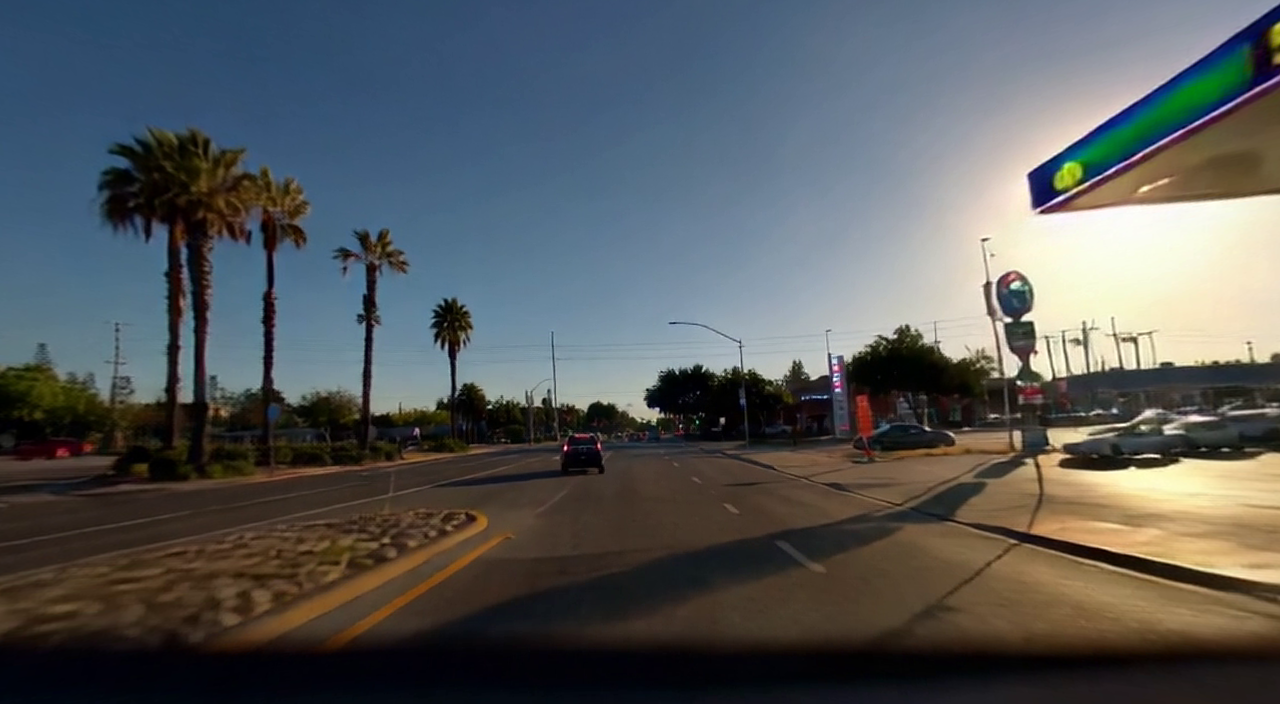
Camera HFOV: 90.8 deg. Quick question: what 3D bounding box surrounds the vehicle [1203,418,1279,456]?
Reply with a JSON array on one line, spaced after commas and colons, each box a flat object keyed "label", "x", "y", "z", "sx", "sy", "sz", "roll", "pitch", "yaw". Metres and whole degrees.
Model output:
[{"label": "vehicle", "x": 28.644, "y": 3.859, "z": 28.609, "sx": 4.377, "sy": 1.633, "sz": 1.834, "roll": 0, "pitch": -8, "yaw": 1}]

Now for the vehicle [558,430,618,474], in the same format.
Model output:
[{"label": "vehicle", "x": -2.132, "y": 3.884, "z": 24.788, "sx": 2.073, "sy": 1.525, "sz": 4.809, "roll": 1, "pitch": -8, "yaw": -8}]

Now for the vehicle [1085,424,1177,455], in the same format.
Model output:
[{"label": "vehicle", "x": 27.478, "y": 4.932, "z": 35.424, "sx": 3.685, "sy": 1.459, "sz": 1.685, "roll": 3, "pitch": -12, "yaw": 1}]

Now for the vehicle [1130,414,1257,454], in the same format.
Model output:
[{"label": "vehicle", "x": 27.091, "y": 4.037, "z": 31.024, "sx": 4.381, "sy": 1.892, "sz": 1.942, "roll": 0, "pitch": -8, "yaw": -2}]

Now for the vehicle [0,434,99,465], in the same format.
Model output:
[{"label": "vehicle", "x": -42.724, "y": 6.970, "z": 45.332, "sx": 5.483, "sy": 2.119, "sz": 2.194, "roll": 1, "pitch": -9, "yaw": -6}]

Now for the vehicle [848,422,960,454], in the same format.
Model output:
[{"label": "vehicle", "x": 14.615, "y": 4.812, "z": 35.150, "sx": 5.317, "sy": 1.700, "sz": 1.901, "roll": 0, "pitch": -8, "yaw": 0}]
